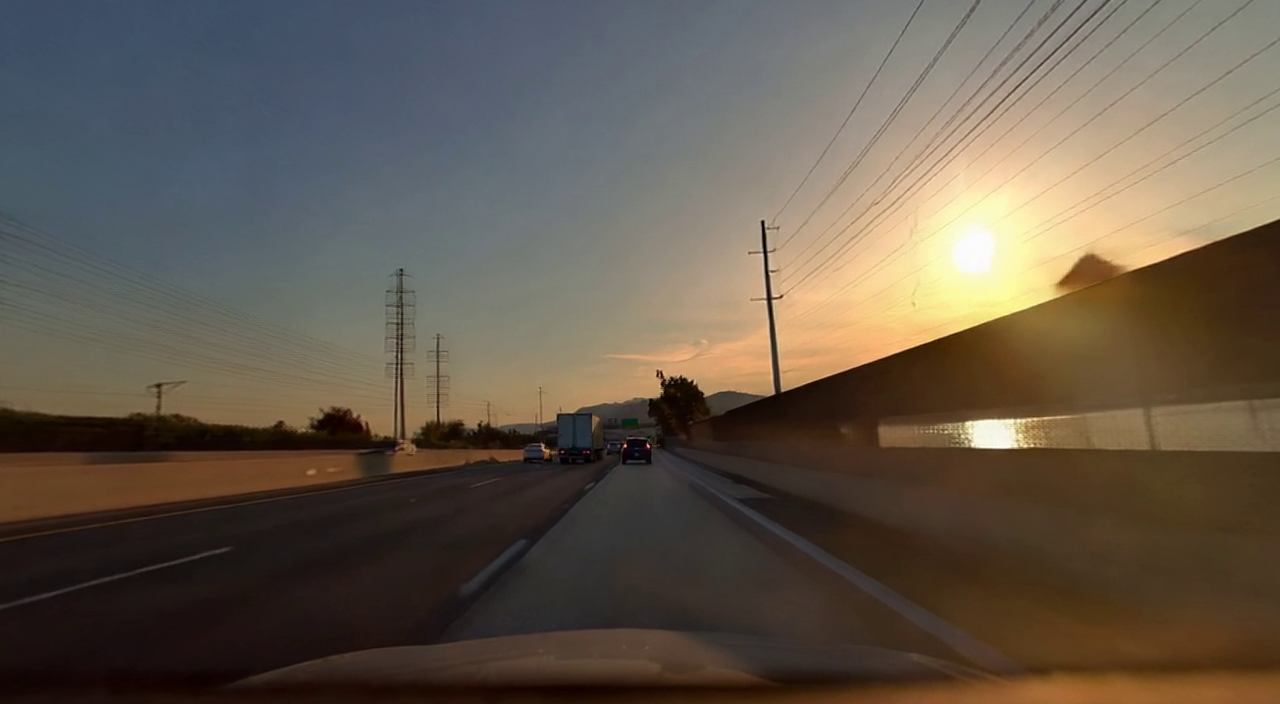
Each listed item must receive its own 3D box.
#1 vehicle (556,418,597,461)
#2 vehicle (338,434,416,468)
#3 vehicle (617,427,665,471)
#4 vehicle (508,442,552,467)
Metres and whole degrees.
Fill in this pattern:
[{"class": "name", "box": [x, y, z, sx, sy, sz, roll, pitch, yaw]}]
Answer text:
[{"class": "vehicle", "box": [-3.795, 5.265, 38.007, 2.178, 2.522, 2.054, 0, -8, 1]}, {"class": "vehicle", "box": [-16.338, 6.192, 39.628, 2.457, 1.972, 5.755, 0, -8, 0]}, {"class": "vehicle", "box": [0.083, 5.145, 33.514, 2.358, 2.144, 4.713, 0, -8, 0]}, {"class": "vehicle", "box": [-7.119, 6.687, 41.305, 2.004, 1.545, 4.513, 0, -8, 1]}]
